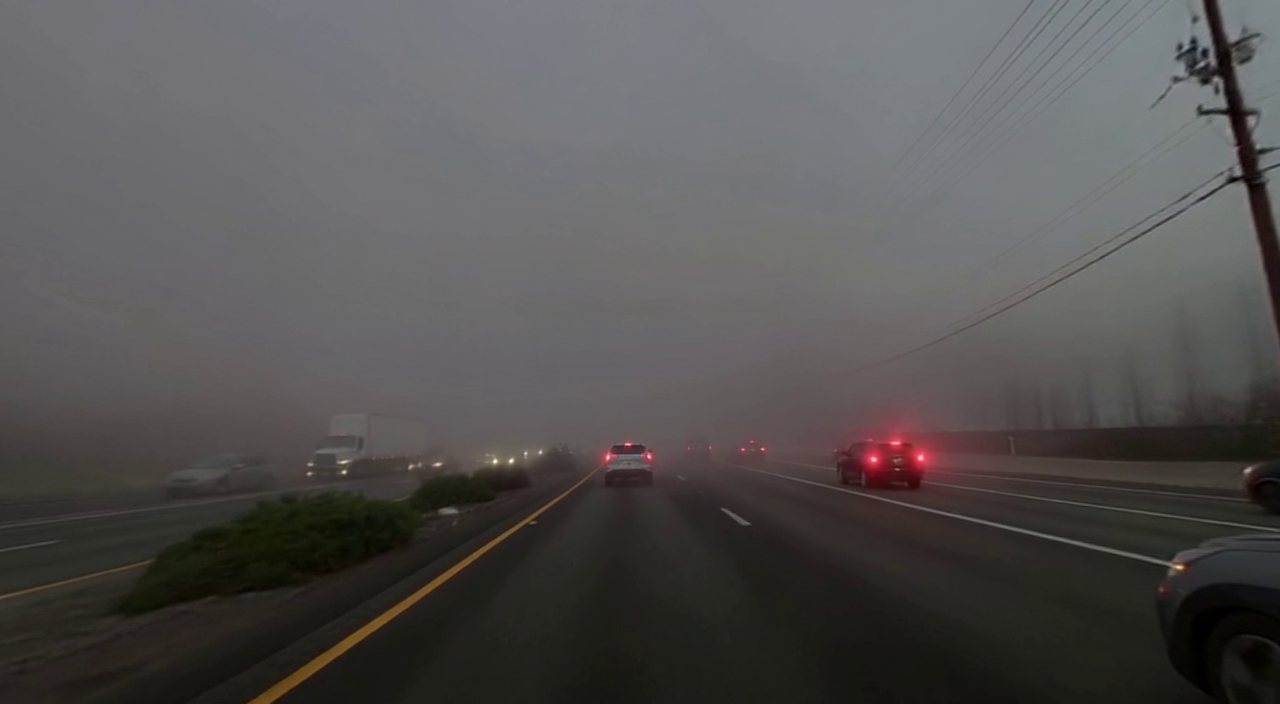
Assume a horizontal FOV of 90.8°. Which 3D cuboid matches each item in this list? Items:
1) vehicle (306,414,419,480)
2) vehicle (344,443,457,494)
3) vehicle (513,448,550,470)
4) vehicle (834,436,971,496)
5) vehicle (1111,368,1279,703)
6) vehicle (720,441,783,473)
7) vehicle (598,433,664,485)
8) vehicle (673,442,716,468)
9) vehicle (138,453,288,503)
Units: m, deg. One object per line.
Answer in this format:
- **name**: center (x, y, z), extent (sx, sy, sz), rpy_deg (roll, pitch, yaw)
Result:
- **vehicle**: center (-18.286, 6.381, 42.657), extent (3.068, 3.921, 9.552), rpy_deg (0, -8, 1)
- **vehicle**: center (-8.273, 4.041, 22.385), extent (2.069, 1.613, 4.660), rpy_deg (0, -8, 2)
- **vehicle**: center (-7.984, 7.887, 46.703), extent (1.931, 1.541, 4.018), rpy_deg (0, -8, 1)
- **vehicle**: center (7.188, 3.149, 17.847), extent (1.958, 1.473, 4.201), rpy_deg (0, -8, -1)
- **vehicle**: center (3.325, 0.668, 1.157), extent (1.967, 1.547, 3.777), rpy_deg (0, -8, 0)
- **vehicle**: center (5.536, 5.275, 31.980), extent (1.934, 1.461, 4.368), rpy_deg (1, -8, -7)
- **vehicle**: center (-0.346, 4.056, 24.246), extent (2.298, 1.809, 4.359), rpy_deg (0, -8, -1)
- **vehicle**: center (3.276, 6.300, 38.738), extent (2.115, 1.481, 3.968), rpy_deg (0, -8, -2)
- **vehicle**: center (-14.813, 4.356, 22.315), extent (1.924, 1.472, 4.767), rpy_deg (0, -8, 1)
